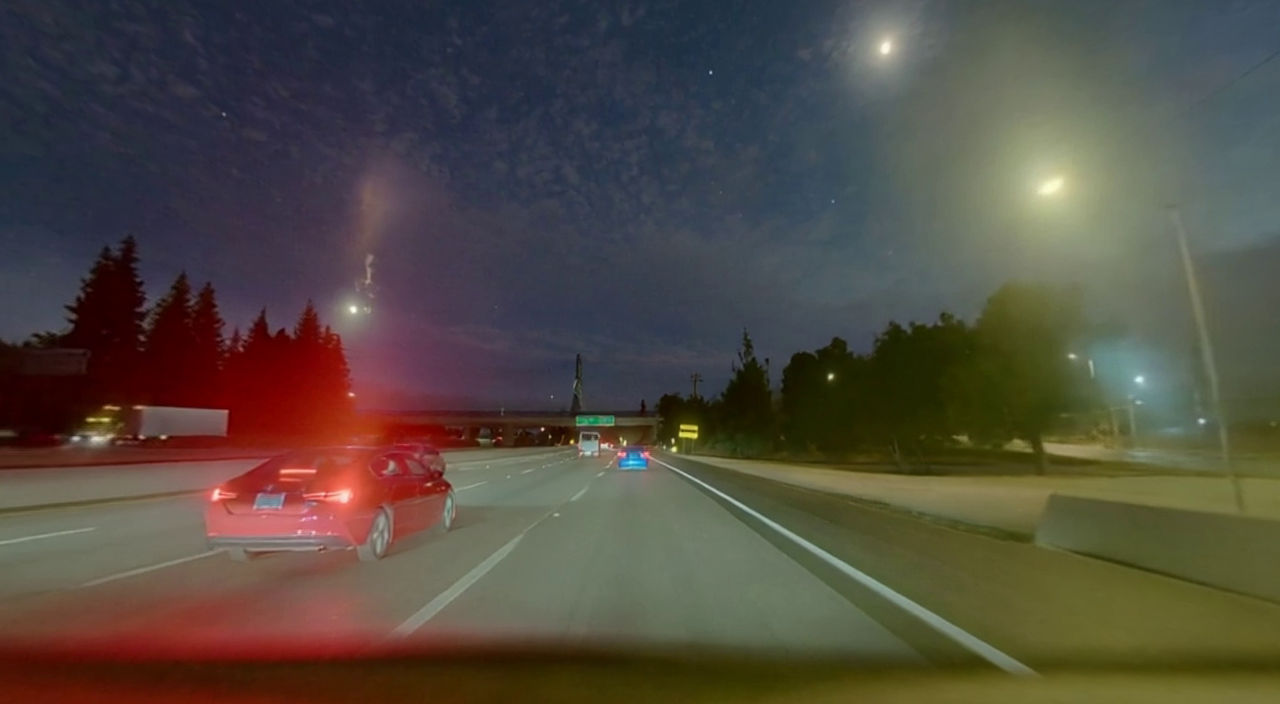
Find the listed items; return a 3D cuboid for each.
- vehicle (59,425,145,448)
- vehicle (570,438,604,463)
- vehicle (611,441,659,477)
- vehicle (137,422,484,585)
[{"bbox_3d":[-38.037,6.021,44.594,1.823,1.516,4.960,0,-8,-2],"label":"vehicle"},{"bbox_3d":[-3.918,7.300,46.656,2.174,1.806,3.932,0,-8,0],"label":"vehicle"},{"bbox_3d":[-0.233,4.672,27.707,1.954,1.460,3.983,0,-8,-1],"label":"vehicle"},{"bbox_3d":[-3.674,1.763,8.252,2.035,1.514,4.600,0,-8,1],"label":"vehicle"}]
